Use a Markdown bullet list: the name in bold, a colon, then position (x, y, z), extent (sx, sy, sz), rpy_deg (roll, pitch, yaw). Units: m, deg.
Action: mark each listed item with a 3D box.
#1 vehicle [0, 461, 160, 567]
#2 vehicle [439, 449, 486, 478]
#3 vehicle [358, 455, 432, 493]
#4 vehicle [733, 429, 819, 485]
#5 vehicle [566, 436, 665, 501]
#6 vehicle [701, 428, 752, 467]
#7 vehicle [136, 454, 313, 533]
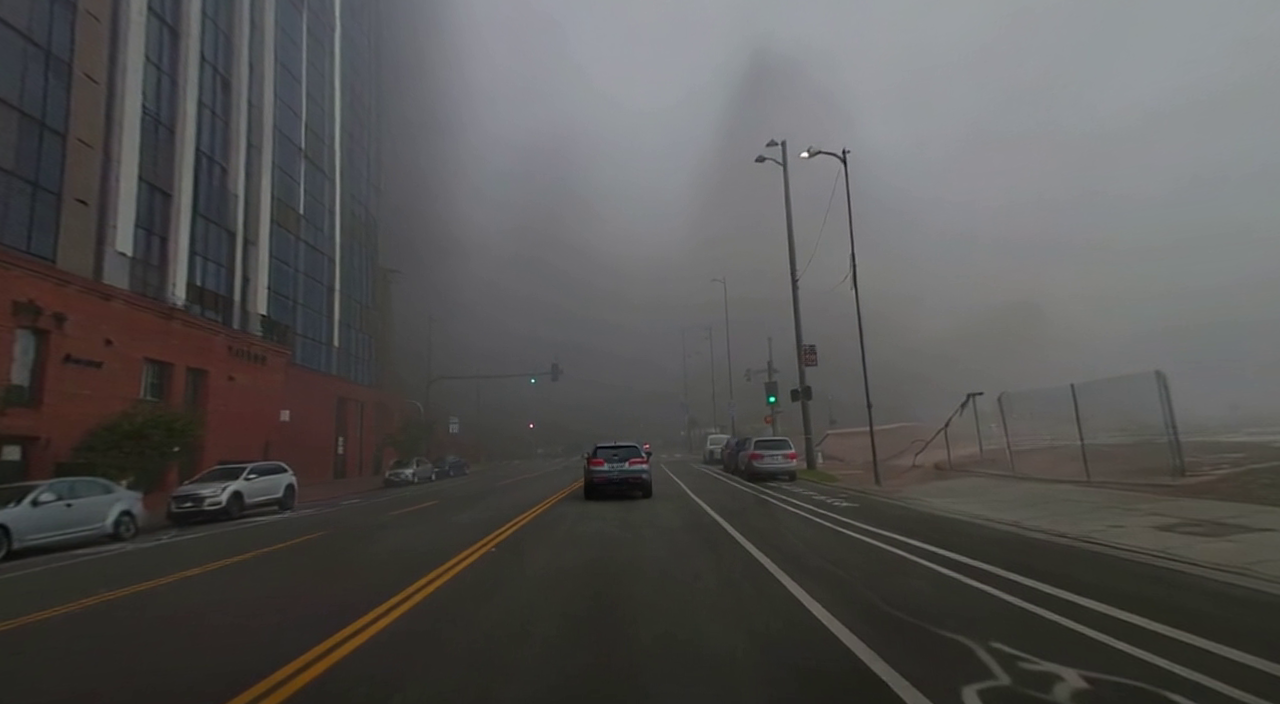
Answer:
- **vehicle**: position (-12.081, 3.179, 12.341), extent (1.945, 1.712, 4.648), rpy_deg (-7, -8, -2)
- **vehicle**: position (-12.165, 7.606, 43.536), extent (1.939, 1.668, 4.554), rpy_deg (-6, -8, -1)
- **vehicle**: position (-12.141, 6.036, 31.577), extent (1.968, 1.469, 4.523), rpy_deg (-3, -8, -1)
- **vehicle**: position (4.524, 3.569, 21.793), extent (1.924, 1.645, 4.528), rpy_deg (-1, -8, 0)
- **vehicle**: position (-0.591, 2.979, 16.575), extent (2.269, 1.479, 3.980), rpy_deg (0, -8, -1)
- **vehicle**: position (4.618, 5.200, 34.515), extent (1.972, 1.822, 4.889), rpy_deg (-3, -8, -1)
- **vehicle**: position (-11.884, 4.014, 18.623), extent (2.090, 1.784, 4.832), rpy_deg (-4, -8, -2)
